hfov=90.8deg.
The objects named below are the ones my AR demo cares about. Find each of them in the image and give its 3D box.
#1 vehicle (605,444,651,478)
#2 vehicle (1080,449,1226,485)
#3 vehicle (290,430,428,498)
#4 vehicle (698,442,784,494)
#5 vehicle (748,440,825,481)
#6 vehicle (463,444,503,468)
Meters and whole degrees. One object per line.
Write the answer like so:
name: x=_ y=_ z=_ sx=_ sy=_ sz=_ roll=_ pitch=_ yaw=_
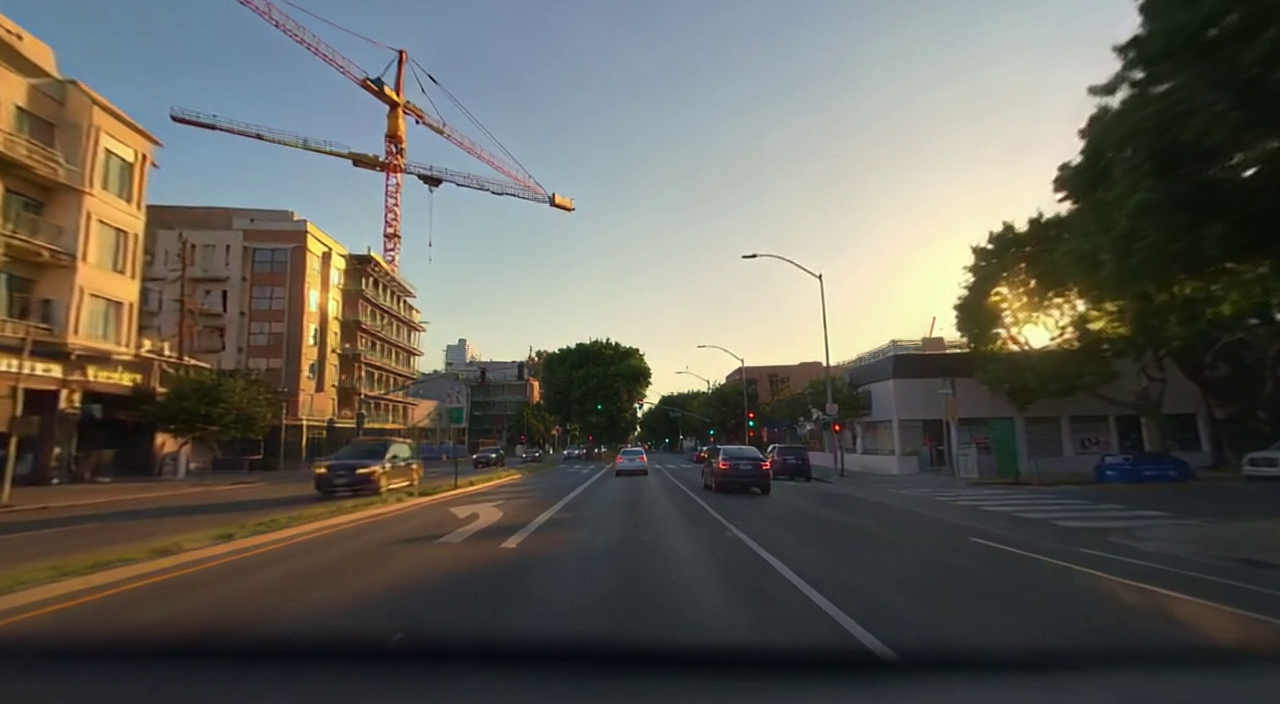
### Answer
vehicle: x=-0.566 y=5.088 z=29.783 sx=2.006 sy=1.487 sz=3.535 roll=0 pitch=-9 yaw=-1
vehicle: x=19.068 y=4.277 z=23.620 sx=3.839 sy=1.281 sz=1.836 roll=0 pitch=-9 yaw=0
vehicle: x=-8.525 y=3.446 z=19.759 sx=2.111 sy=1.832 sz=4.778 roll=0 pitch=-9 yaw=0
vehicle: x=3.067 y=3.609 z=20.024 sx=1.910 sy=1.474 sz=4.003 roll=0 pitch=-9 yaw=-2
vehicle: x=7.165 y=5.360 z=31.552 sx=2.317 sy=1.852 sz=5.530 roll=0 pitch=-9 yaw=-2
vehicle: x=-12.138 y=8.070 z=49.162 sx=1.975 sy=1.714 sz=4.638 roll=0 pitch=-9 yaw=0
